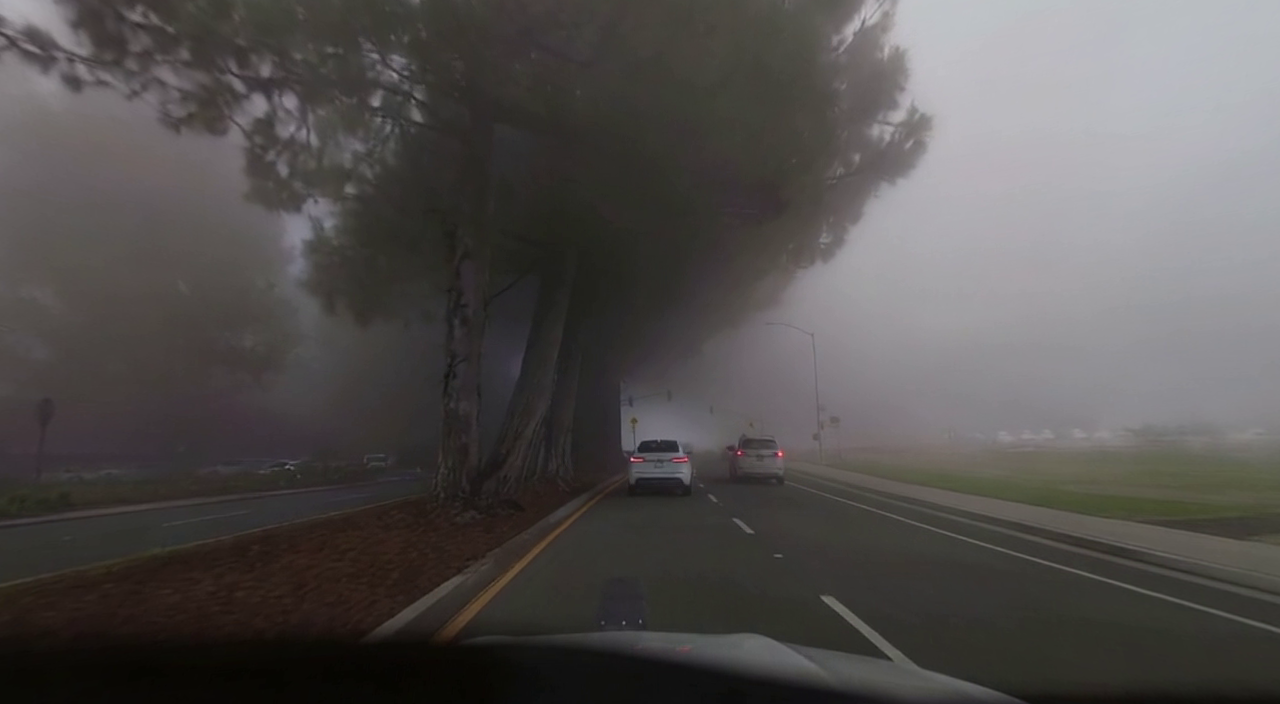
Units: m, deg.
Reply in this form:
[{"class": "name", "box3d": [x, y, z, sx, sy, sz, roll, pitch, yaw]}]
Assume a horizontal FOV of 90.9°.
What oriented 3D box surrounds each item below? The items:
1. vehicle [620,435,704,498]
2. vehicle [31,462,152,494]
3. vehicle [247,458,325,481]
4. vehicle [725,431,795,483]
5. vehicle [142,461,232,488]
[{"class": "vehicle", "box3d": [0.620, 3.257, 18.331, 2.154, 1.585, 3.997, -1, -8, 2]}, {"class": "vehicle", "box3d": [-27.929, 6.390, 32.195, 4.366, 1.486, 2.072, -1, -8, 4]}, {"class": "vehicle", "box3d": [-25.008, 8.308, 44.638, 4.374, 1.502, 1.925, -1, -8, 5]}, {"class": "vehicle", "box3d": [4.580, 4.080, 24.853, 1.953, 1.818, 5.299, -1, -8, 3]}, {"class": "vehicle", "box3d": [-26.800, 7.242, 37.352, 4.011, 1.473, 1.913, -2, -8, 9]}]
